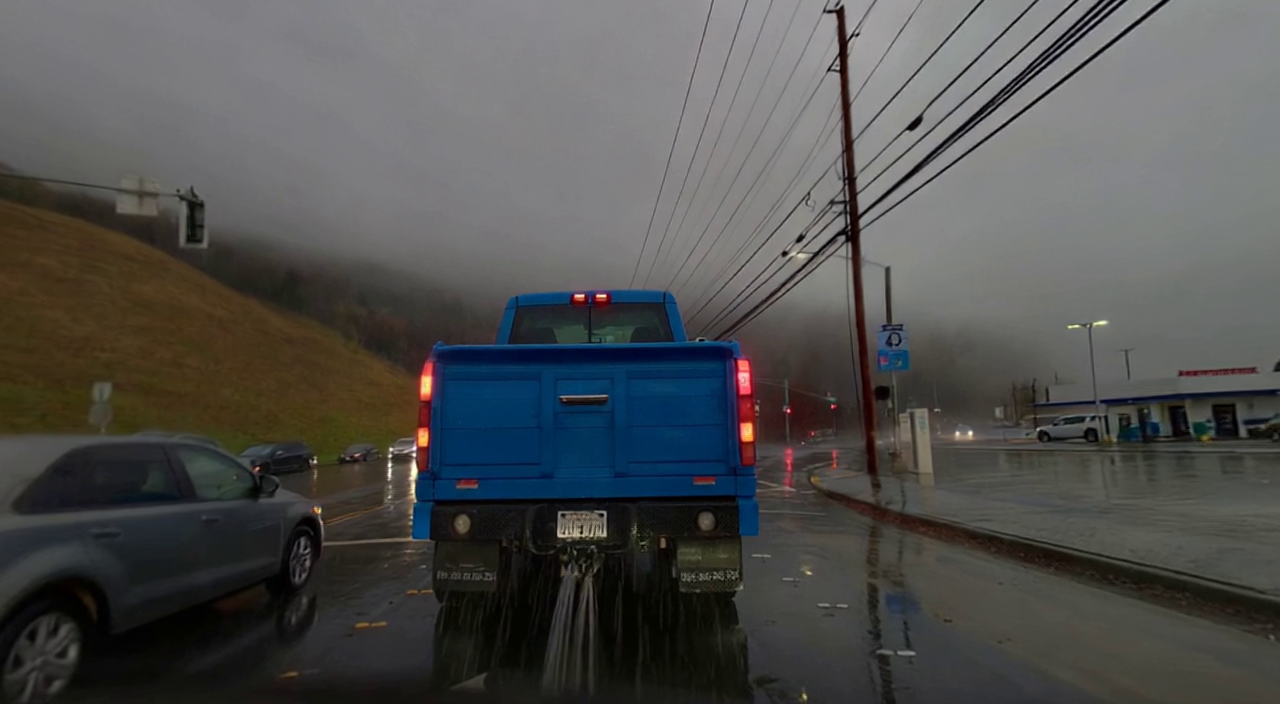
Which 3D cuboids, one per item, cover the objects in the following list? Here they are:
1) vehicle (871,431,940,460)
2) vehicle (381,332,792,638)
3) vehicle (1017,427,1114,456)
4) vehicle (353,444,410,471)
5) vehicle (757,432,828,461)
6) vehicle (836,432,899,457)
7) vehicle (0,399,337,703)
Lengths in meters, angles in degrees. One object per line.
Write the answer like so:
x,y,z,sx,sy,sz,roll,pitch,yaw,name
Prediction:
17.341,6.104,40.976,5.021,1.757,2.012,7,-11,-41,vehicle
-0.425,1.321,7.207,2.859,2.144,5.406,0,-9,-1,vehicle
25.561,5.386,37.930,4.419,1.496,1.854,-2,-9,1,vehicle
-17.124,7.009,41.911,2.133,1.690,4.331,0,-9,-3,vehicle
9.946,6.146,40.917,4.806,1.798,2.022,7,-11,-41,vehicle
17.059,6.923,47.171,4.975,1.799,2.117,7,-11,-39,vehicle
-3.962,1.188,3.979,2.017,1.555,4.150,-1,-9,0,vehicle
